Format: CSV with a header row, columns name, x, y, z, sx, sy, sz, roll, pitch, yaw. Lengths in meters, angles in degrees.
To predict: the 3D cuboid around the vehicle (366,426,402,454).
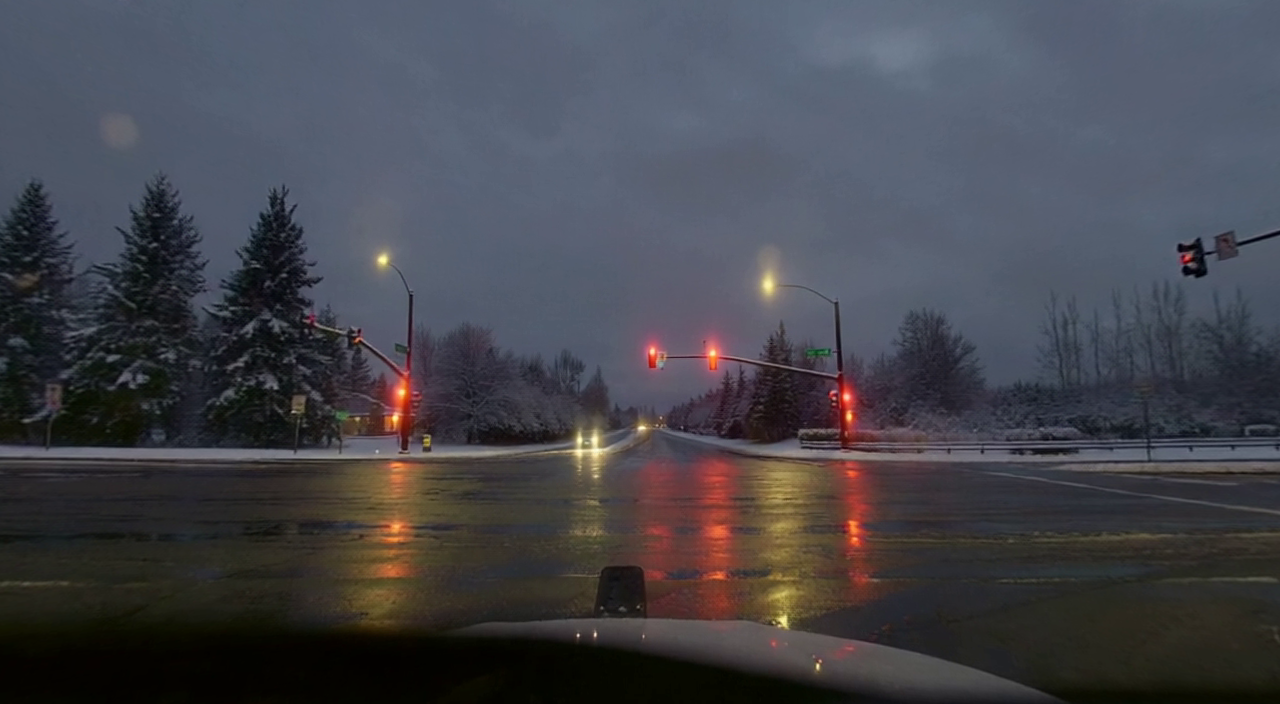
name,x,y,z,sx,sy,sz,roll,pitch,yaw
vehicle,-19.972,6.845,48.903,1.873,2.079,2.879,6,-11,-36
